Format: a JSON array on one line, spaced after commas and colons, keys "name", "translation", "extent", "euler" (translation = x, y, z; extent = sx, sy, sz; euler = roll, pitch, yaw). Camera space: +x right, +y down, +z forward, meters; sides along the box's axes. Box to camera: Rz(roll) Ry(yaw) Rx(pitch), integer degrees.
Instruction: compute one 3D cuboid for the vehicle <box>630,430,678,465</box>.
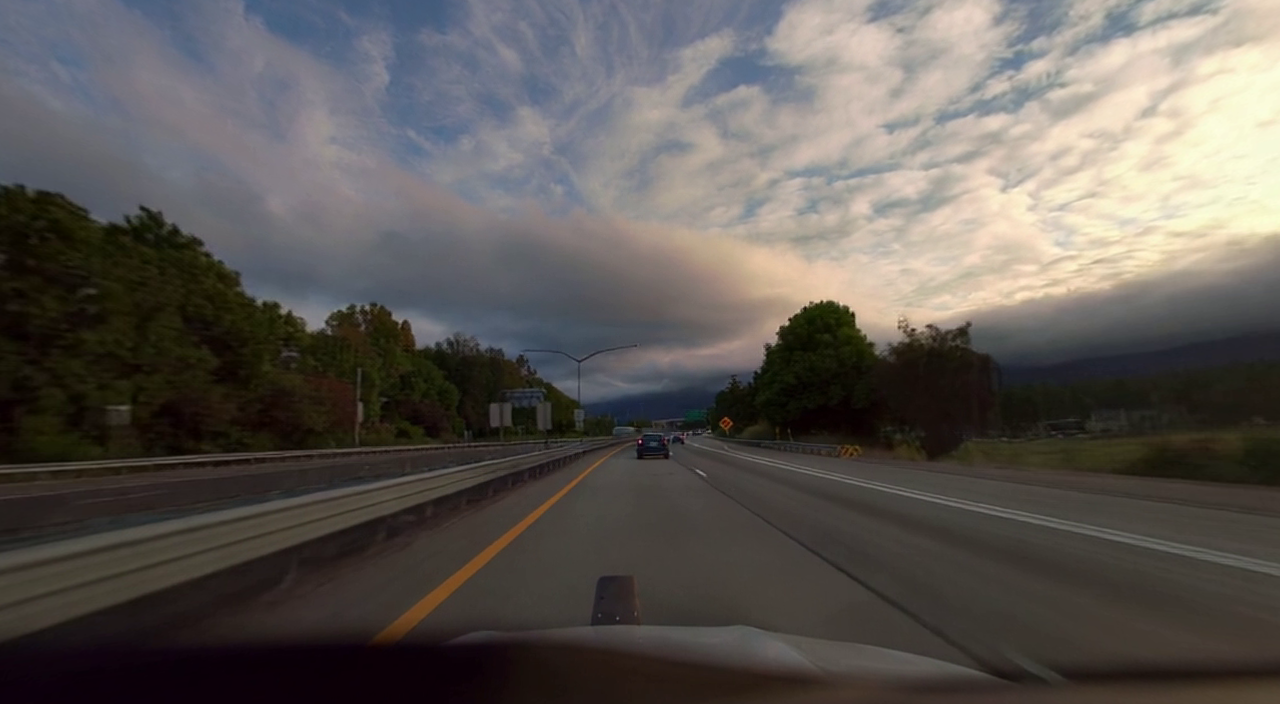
[{"name": "vehicle", "translation": [0.581, 4.463, 29.537], "extent": [2.046, 1.526, 3.903], "euler": [0, -8, -1]}]
